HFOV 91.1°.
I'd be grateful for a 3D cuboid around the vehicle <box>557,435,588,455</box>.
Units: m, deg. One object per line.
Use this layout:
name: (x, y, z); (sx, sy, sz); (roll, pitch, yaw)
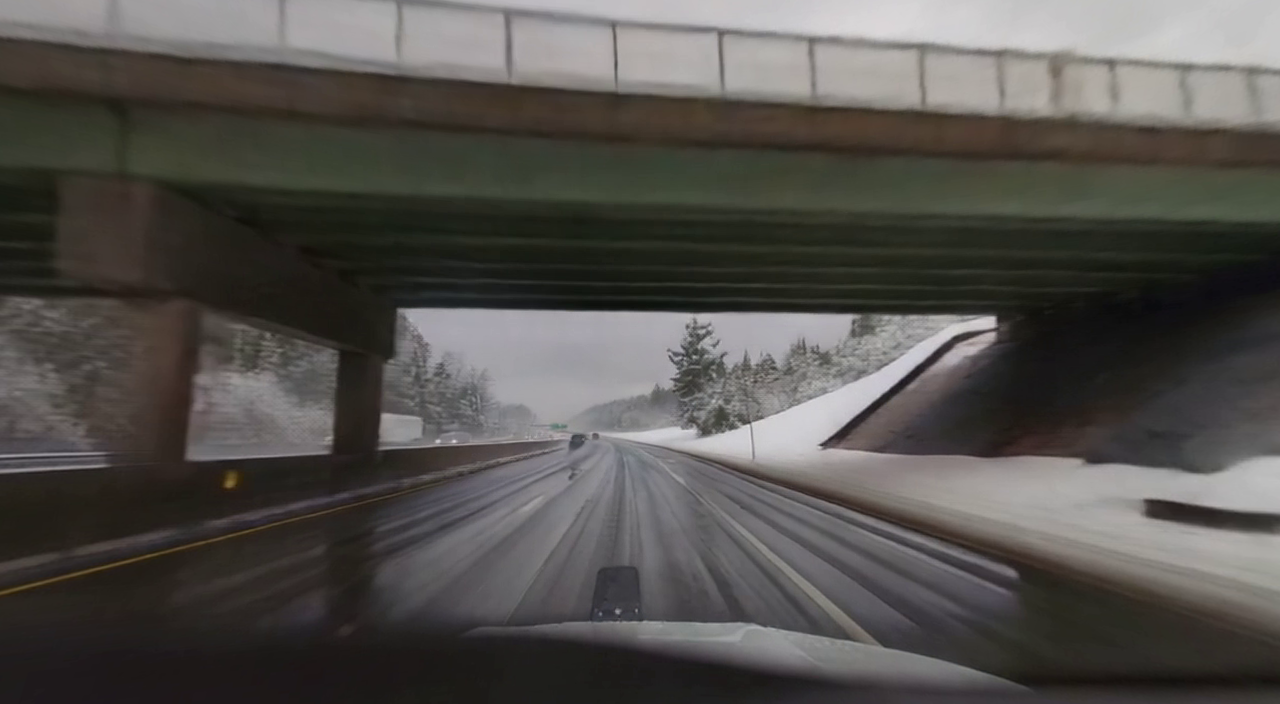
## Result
vehicle: (-5.100, 7.098, 48.202); (2.005, 1.509, 4.260); (0, -8, -2)
